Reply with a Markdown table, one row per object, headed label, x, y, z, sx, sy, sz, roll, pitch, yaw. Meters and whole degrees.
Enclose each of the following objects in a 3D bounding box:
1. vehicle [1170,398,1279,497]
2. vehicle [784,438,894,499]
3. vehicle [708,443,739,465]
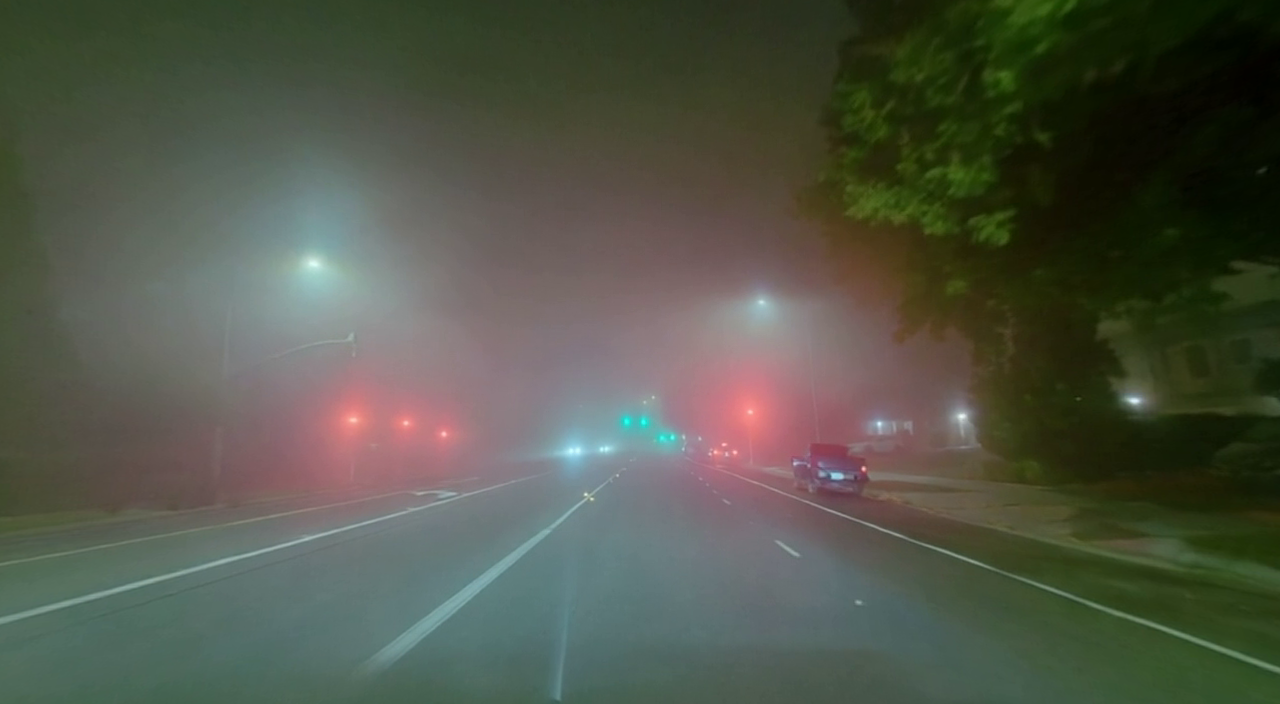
| label | x | y | z | sx | sy | sz | roll | pitch | yaw |
| --- | --- | --- | --- | --- | --- | --- | --- | --- | --- |
| vehicle | 13.290 | 1.803 | 11.927 | 4.474 | 1.710 | 2.148 | 0 | -8 | 1 |
| vehicle | 5.650 | 3.331 | 18.463 | 1.950 | 1.567 | 4.083 | 0 | -8 | 1 |
| vehicle | 6.171 | 7.602 | 47.199 | 1.855 | 1.520 | 4.808 | 0 | -8 | 2 |
